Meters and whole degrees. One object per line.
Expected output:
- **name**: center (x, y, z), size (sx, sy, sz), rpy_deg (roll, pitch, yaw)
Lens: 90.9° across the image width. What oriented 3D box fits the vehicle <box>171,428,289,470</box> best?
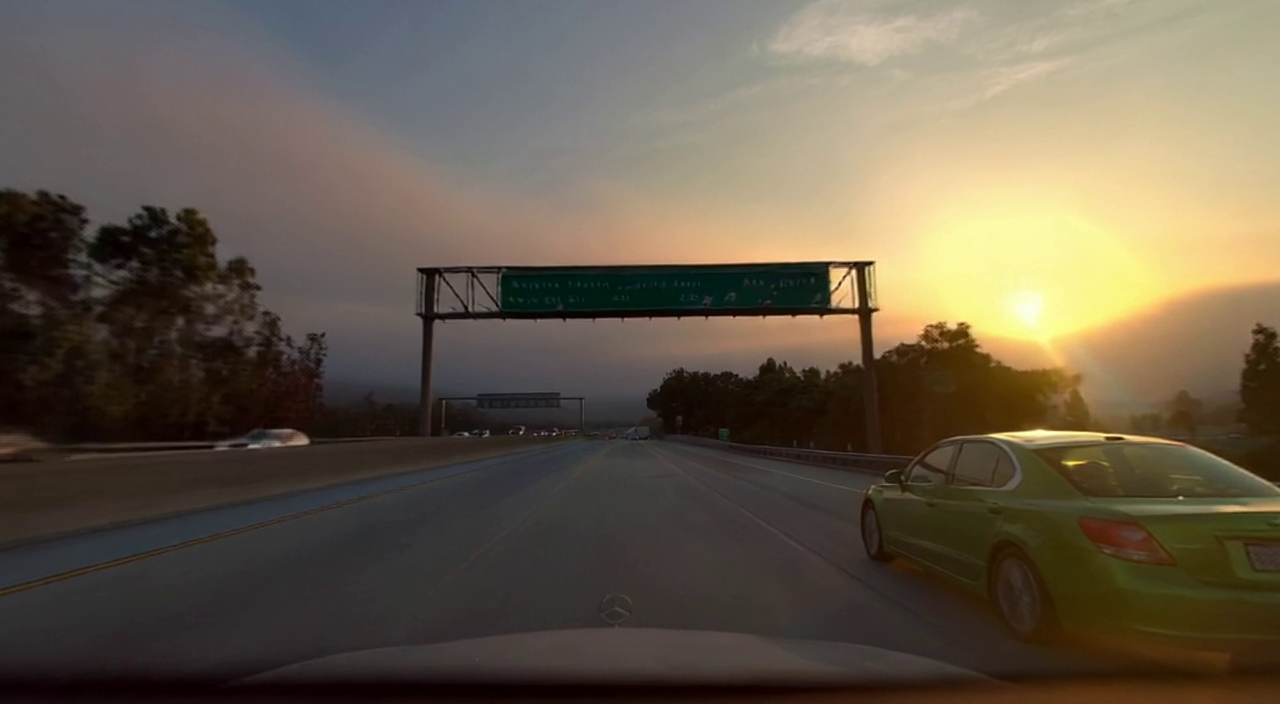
- **vehicle**: center (-15.720, 3.742, 24.452), size (1.839, 1.480, 4.165), rpy_deg (0, -8, -1)
